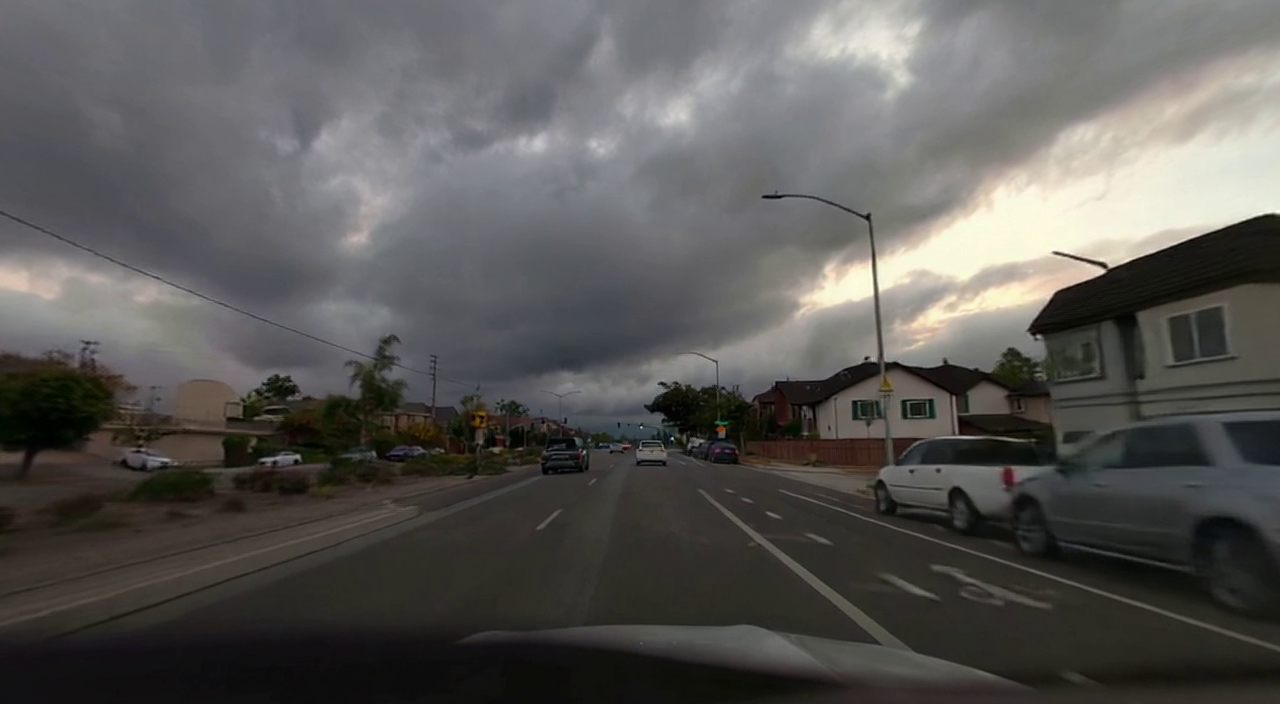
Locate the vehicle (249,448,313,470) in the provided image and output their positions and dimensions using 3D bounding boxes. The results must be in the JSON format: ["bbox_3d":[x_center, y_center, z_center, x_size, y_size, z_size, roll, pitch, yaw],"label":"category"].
[{"bbox_3d":[-25.506,7.618,45.031,1.839,1.463,4.705,0,-9,-1],"label":"vehicle"}]

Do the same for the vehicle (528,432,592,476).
[{"bbox_3d":[-3.434,4.532,28.094,2.233,1.775,4.491,0,-9,0],"label":"vehicle"}]

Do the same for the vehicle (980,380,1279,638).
[{"bbox_3d":[5.822,1.334,5.839,2.217,1.874,5.660,0,-9,0],"label":"vehicle"}]

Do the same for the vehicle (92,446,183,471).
[{"bbox_3d":[-31.000,6.568,39.072,4.068,1.522,1.726,0,-9,-1],"label":"vehicle"}]

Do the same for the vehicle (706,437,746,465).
[{"bbox_3d":[5.950,6.949,44.386,2.154,1.824,4.782,0,-9,0],"label":"vehicle"}]

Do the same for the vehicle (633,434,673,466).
[{"bbox_3d":[0.736,6.016,38.841,2.273,1.851,5.075,0,-9,0],"label":"vehicle"}]
